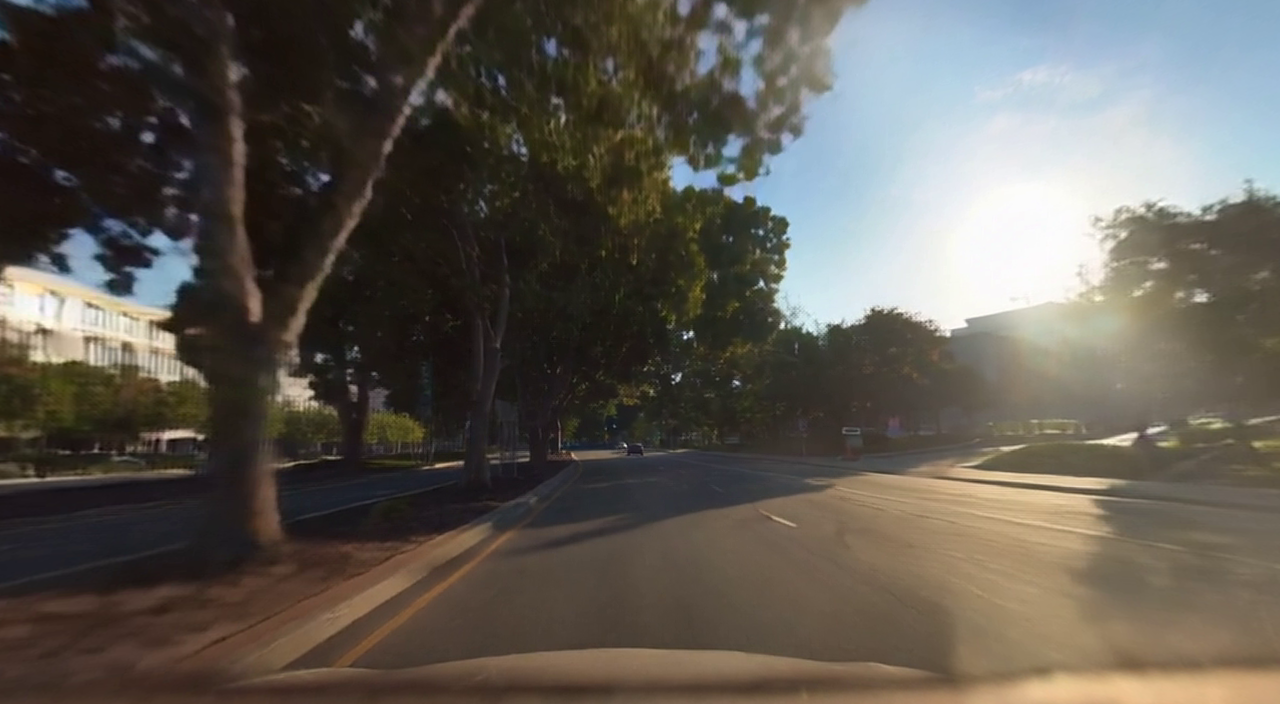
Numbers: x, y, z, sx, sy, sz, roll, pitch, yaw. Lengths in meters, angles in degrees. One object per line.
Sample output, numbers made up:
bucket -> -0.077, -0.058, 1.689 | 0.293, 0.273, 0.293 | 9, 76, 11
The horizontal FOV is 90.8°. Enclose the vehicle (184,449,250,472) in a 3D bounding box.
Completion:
vehicle -> -29.467, 7.519, 44.184 | 1.863, 1.468, 4.560 | 1, -8, -6
